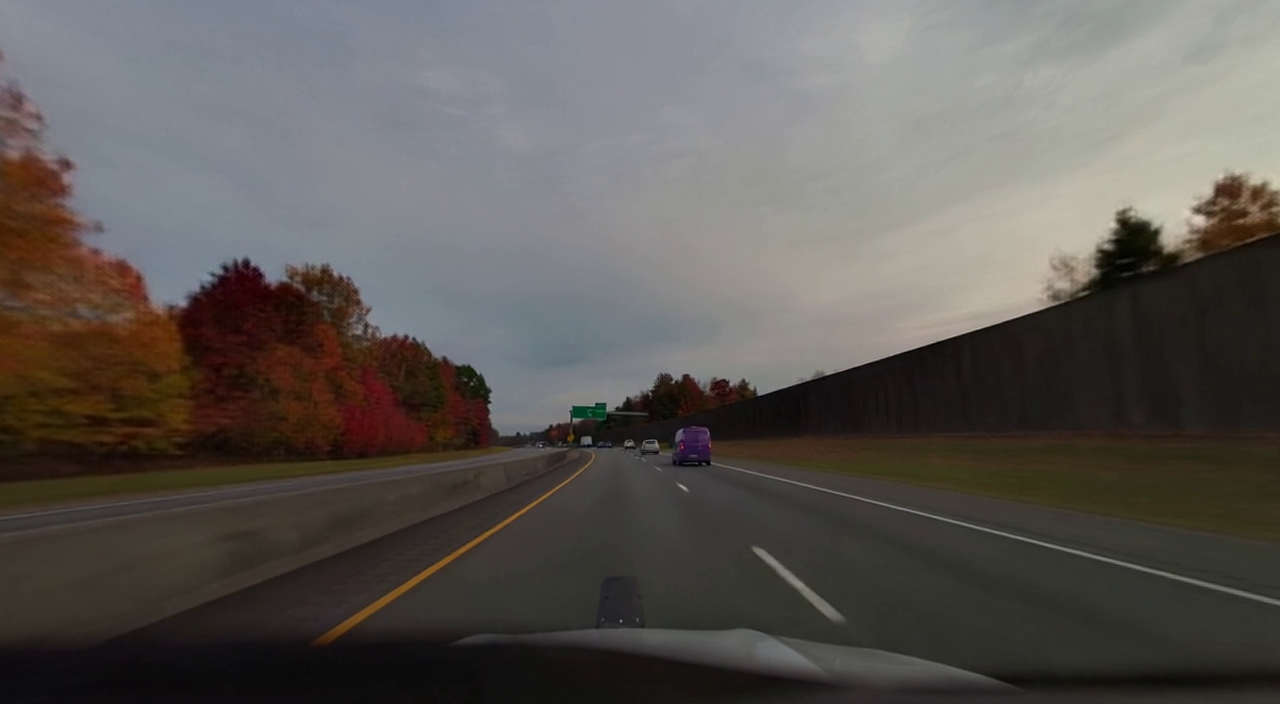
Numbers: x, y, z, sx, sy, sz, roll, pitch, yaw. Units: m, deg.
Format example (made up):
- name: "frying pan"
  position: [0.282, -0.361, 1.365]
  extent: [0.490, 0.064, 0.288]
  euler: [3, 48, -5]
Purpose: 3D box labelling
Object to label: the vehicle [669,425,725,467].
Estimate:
- name: "vehicle"
  position: [2.966, 5.083, 34.186]
  extent: [2.393, 2.072, 4.958]
  euler: [1, -8, -2]
